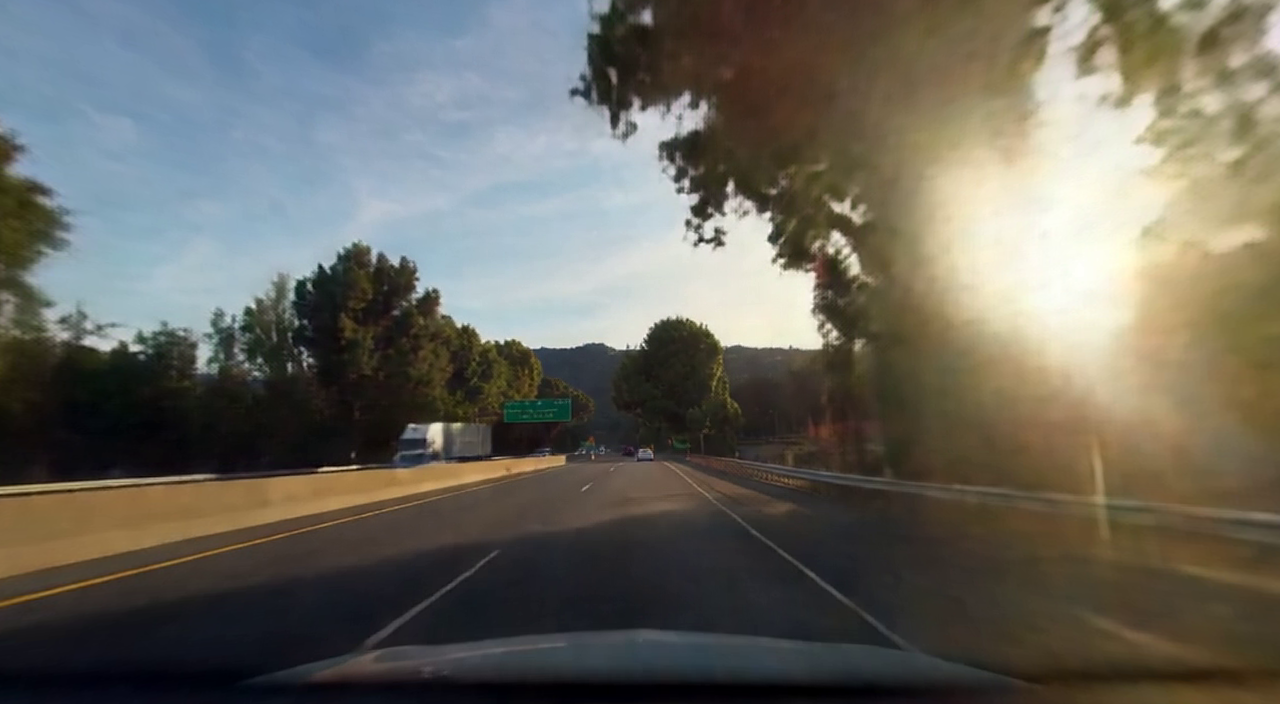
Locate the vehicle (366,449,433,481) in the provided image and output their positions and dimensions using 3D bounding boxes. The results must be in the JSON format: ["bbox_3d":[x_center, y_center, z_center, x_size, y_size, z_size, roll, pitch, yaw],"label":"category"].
[{"bbox_3d":[-13.373,6.293,35.385,1.992,1.624,4.284,0,-9,1],"label":"vehicle"}]
